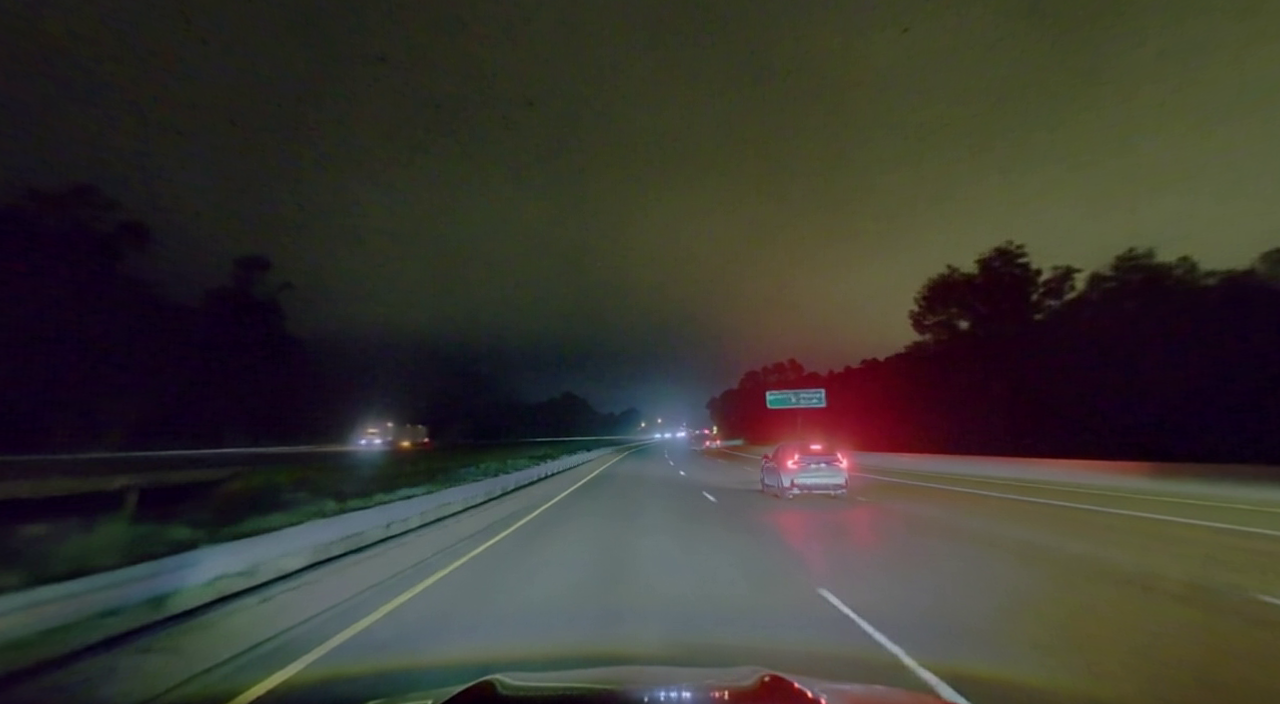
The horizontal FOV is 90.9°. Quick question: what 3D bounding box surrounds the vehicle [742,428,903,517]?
[{"bbox_3d":[3.578,2.450,13.356,2.050,1.546,4.344,0,-8,-1],"label":"vehicle"}]
